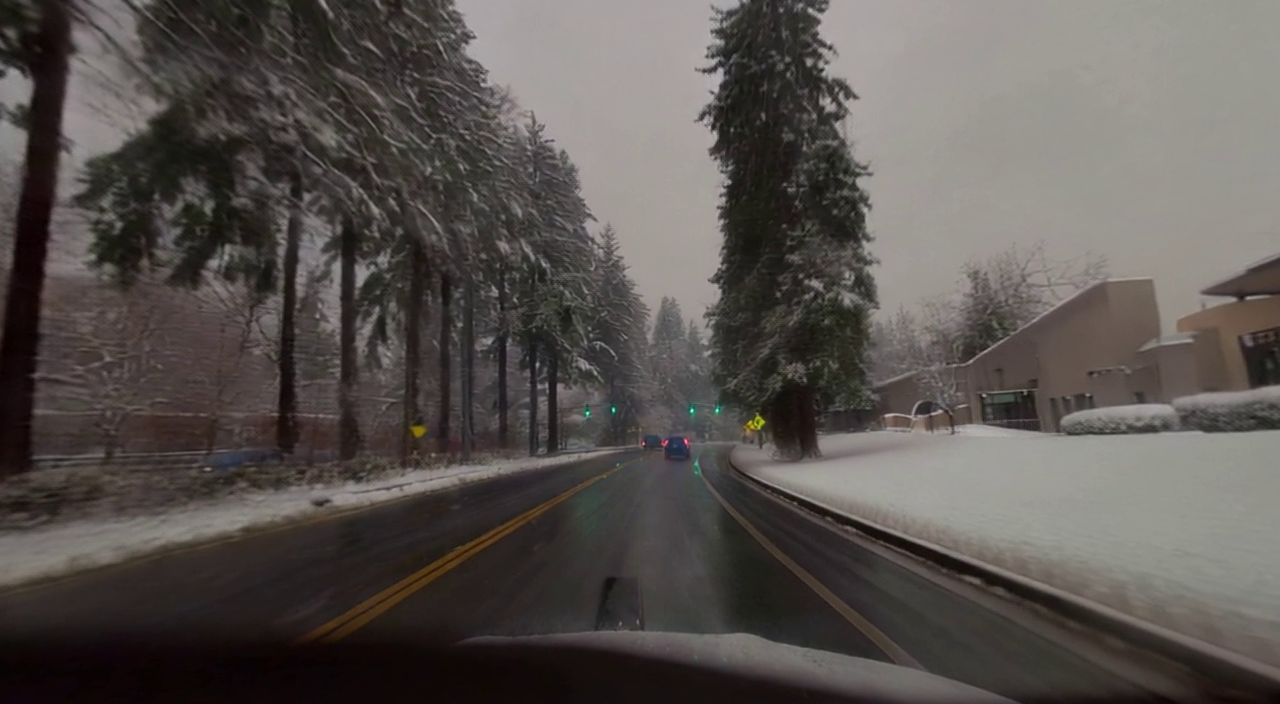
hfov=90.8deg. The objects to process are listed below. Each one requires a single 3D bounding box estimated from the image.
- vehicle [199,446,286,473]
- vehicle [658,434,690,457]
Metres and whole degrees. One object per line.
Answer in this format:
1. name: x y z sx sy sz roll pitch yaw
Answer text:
1. vehicle: -23.156 6.283 37.039 1.927 1.440 4.547 -1 -9 4
2. vehicle: 2.718 7.288 49.217 2.210 1.737 4.013 -1 -9 7
